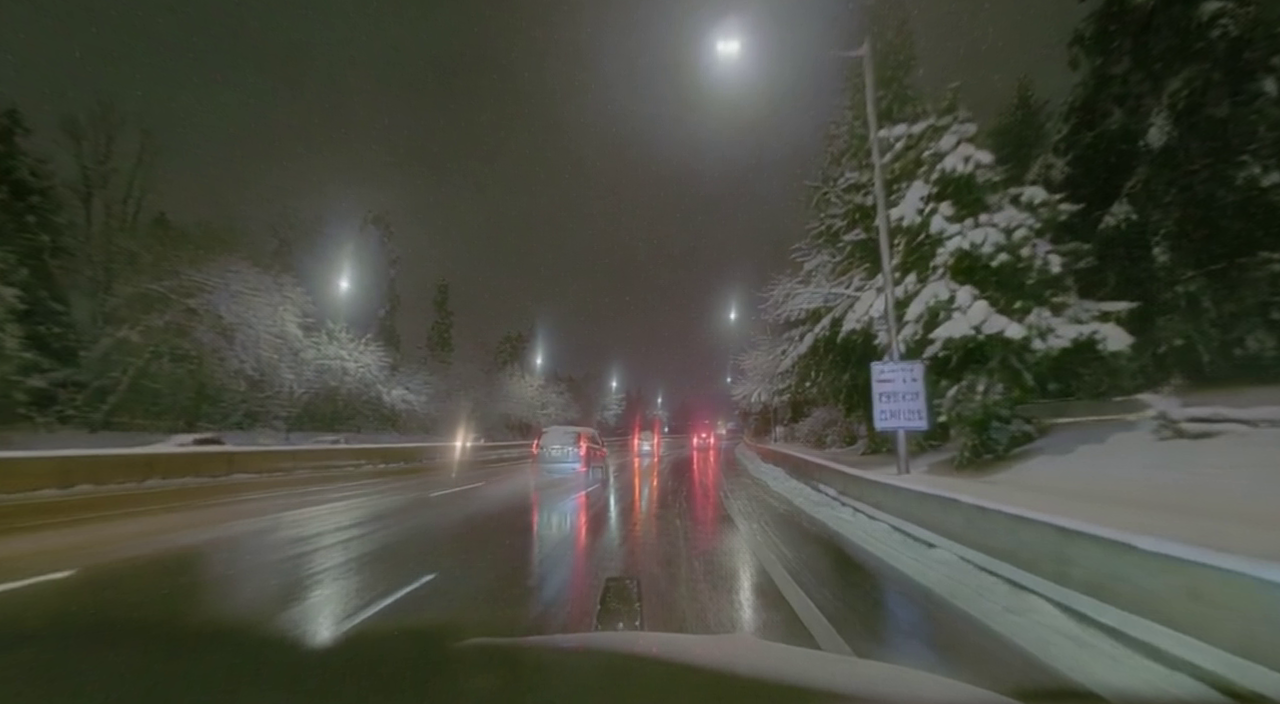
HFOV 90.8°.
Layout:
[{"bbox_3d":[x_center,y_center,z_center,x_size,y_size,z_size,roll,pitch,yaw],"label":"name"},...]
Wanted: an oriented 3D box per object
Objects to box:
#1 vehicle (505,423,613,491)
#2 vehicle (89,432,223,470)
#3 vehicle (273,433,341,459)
[{"bbox_3d":[-2.107,2.902,17.959,2.082,1.638,4.644,0,-8,5],"label":"vehicle"},{"bbox_3d":[-20.104,4.117,26.537,1.795,1.454,4.467,0,-8,5],"label":"vehicle"},{"bbox_3d":[-22.101,6.264,42.108,1.852,1.614,4.189,0,-8,7],"label":"vehicle"}]
